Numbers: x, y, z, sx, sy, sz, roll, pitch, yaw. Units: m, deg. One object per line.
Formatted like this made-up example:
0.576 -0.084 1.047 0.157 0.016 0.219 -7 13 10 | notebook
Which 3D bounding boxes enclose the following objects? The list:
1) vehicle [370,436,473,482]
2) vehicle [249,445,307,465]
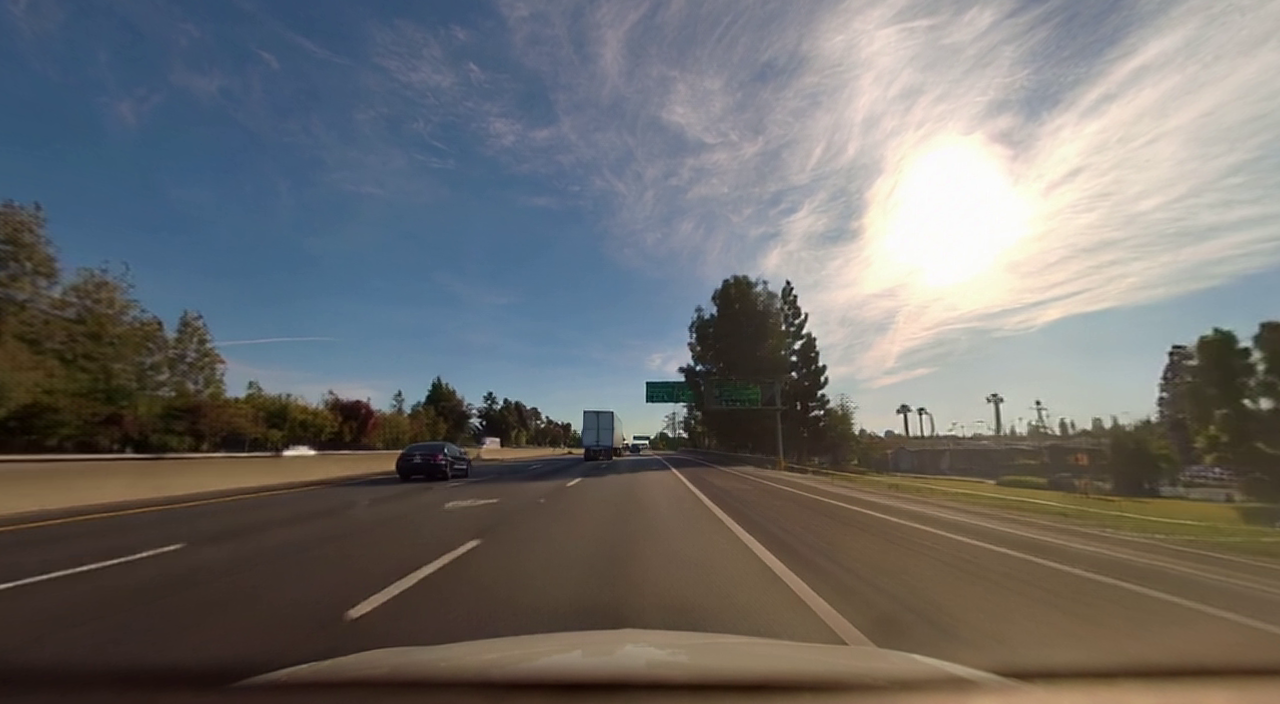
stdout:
-7.594 3.748 22.358 1.901 1.467 4.629 0 -8 1 | vehicle
-28.738 8.156 49.985 1.783 1.447 4.651 0 -8 1 | vehicle
